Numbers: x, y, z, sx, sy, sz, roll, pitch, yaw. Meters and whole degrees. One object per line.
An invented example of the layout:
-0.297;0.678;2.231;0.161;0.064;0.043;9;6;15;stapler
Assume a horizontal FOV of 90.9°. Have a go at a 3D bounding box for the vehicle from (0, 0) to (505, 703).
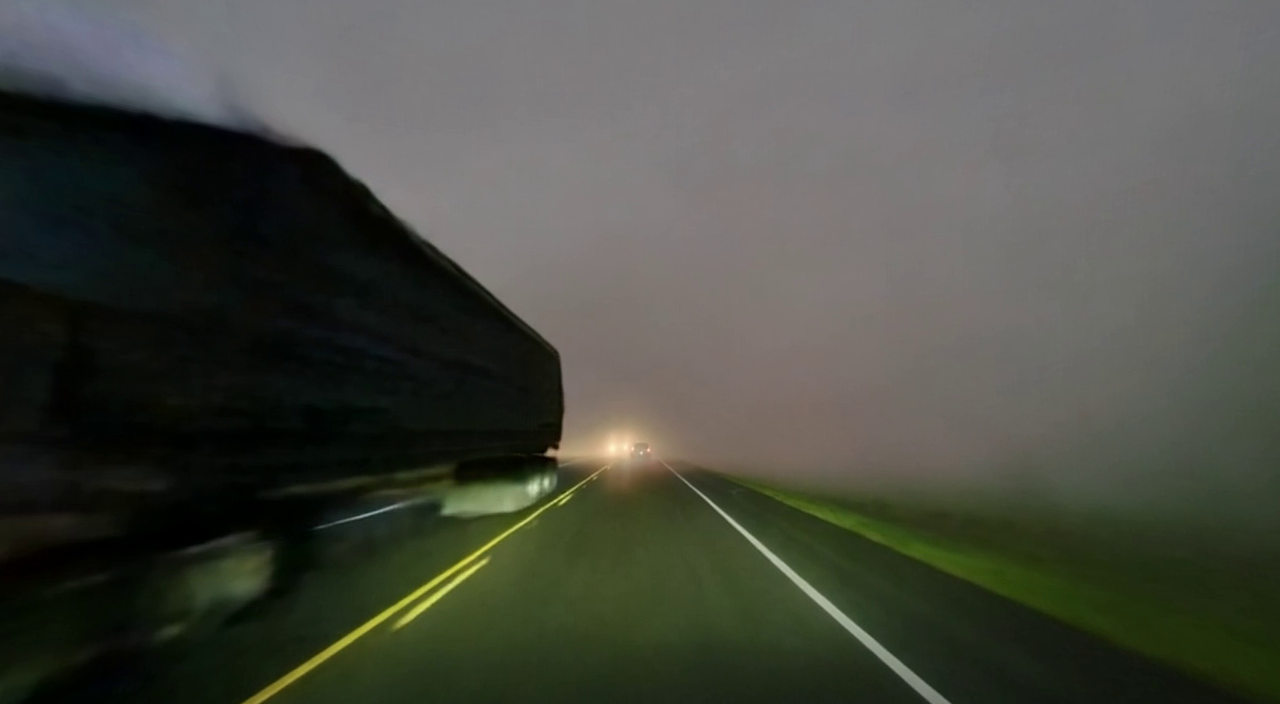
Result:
-4.050;0.386;6.298;2.844;3.959;11.140;0;-8;1;vehicle
